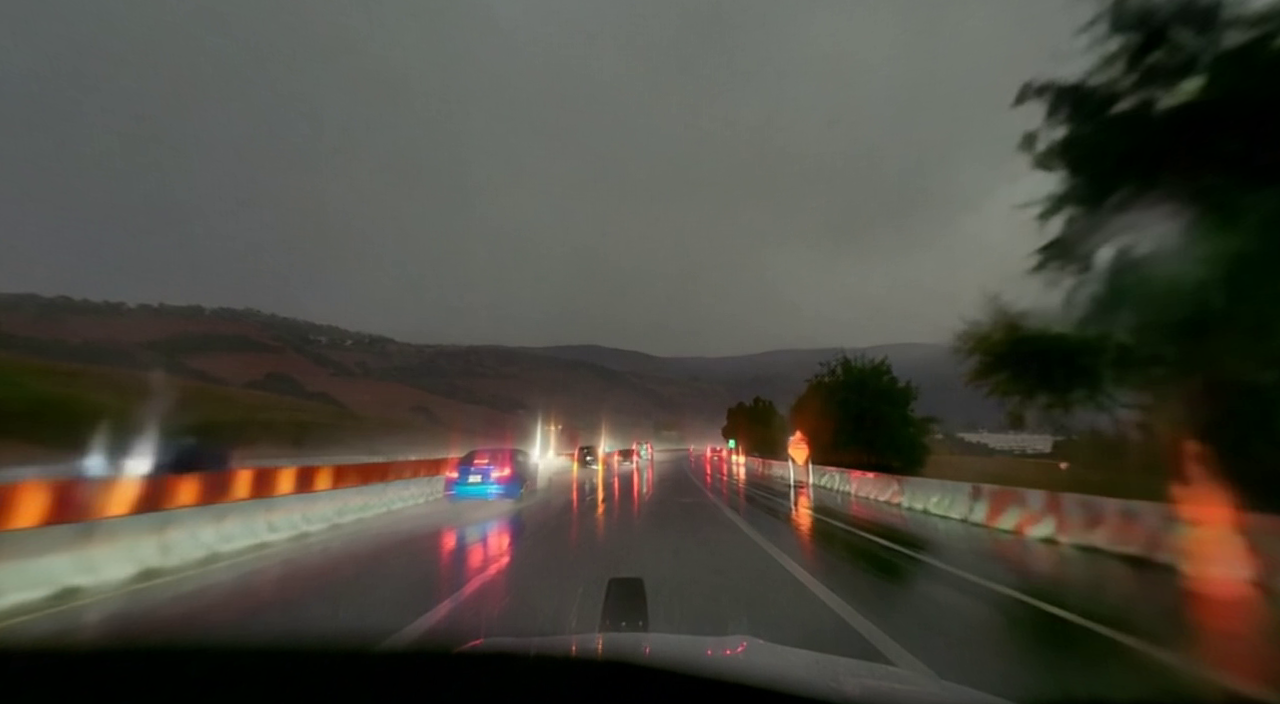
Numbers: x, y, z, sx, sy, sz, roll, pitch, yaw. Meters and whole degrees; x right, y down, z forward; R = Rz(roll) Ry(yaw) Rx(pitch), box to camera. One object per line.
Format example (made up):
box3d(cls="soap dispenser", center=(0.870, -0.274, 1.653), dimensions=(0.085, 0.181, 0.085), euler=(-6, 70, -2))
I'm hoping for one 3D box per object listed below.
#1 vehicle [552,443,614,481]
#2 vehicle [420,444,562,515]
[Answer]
box3d(cls="vehicle", center=(-2.319, 4.669, 26.958), dimensions=(2.094, 1.480, 4.124), euler=(0, -9, 3))
box3d(cls="vehicle", center=(-3.075, 2.737, 13.974), dimensions=(2.061, 1.330, 3.928), euler=(0, -9, 2))
